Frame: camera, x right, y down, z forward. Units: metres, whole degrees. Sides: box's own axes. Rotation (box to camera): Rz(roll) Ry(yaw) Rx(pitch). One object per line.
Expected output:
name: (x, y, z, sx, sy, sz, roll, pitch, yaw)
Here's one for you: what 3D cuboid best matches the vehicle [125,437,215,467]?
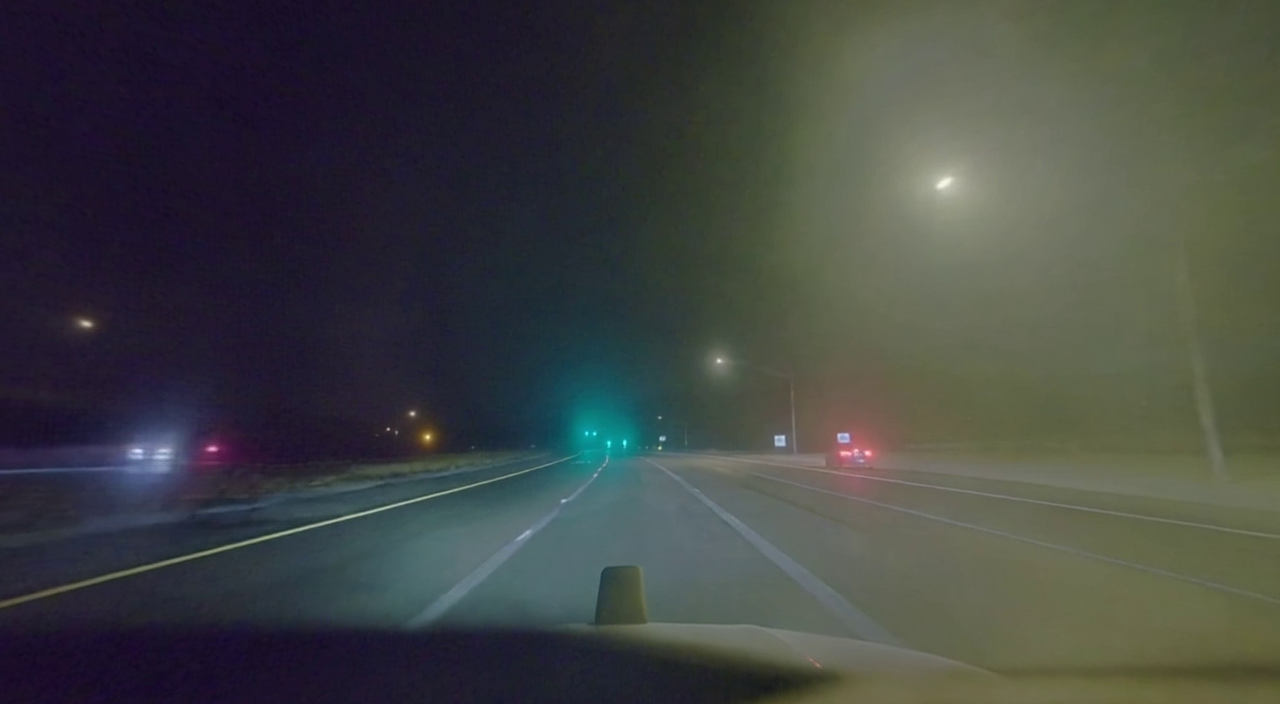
vehicle: (-29.344, 6.253, 39.420, 1.985, 1.683, 4.834, 0, -8, -1)
